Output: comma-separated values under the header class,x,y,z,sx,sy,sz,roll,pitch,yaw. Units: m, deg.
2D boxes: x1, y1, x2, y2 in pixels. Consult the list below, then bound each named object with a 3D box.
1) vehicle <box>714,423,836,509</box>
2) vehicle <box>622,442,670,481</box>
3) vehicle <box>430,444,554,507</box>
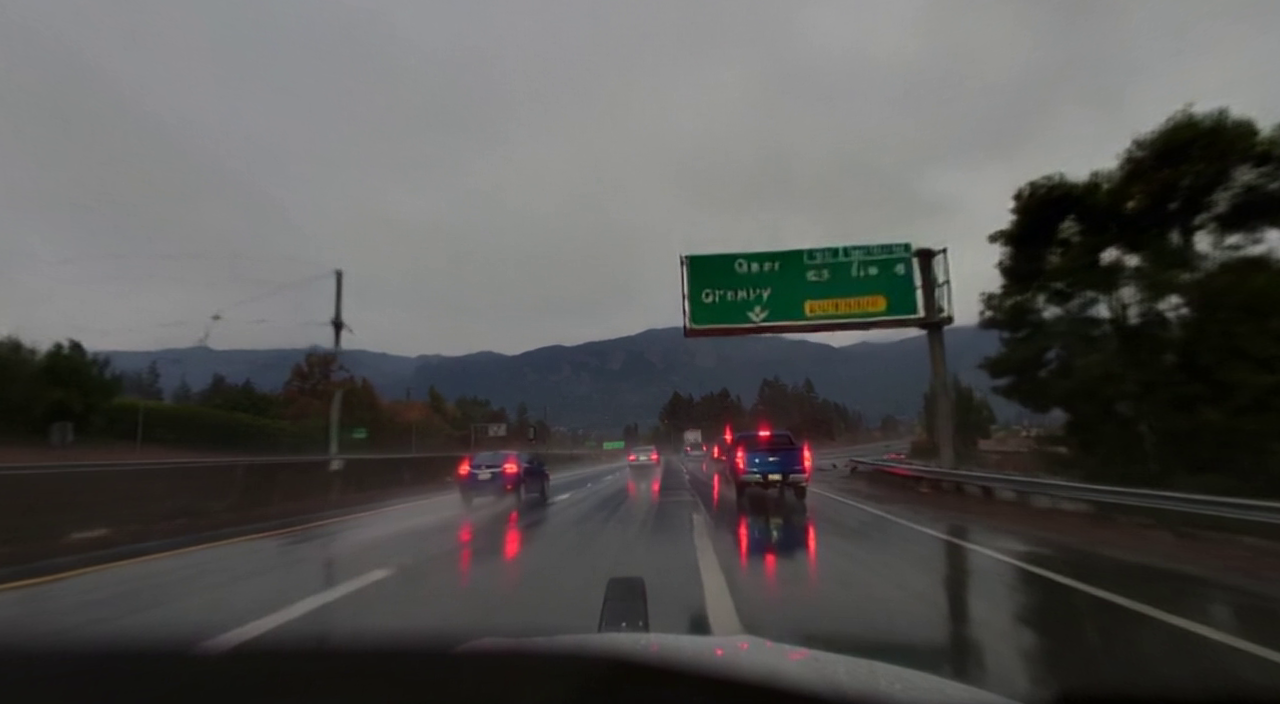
class,x,y,z,sx,sy,sz,roll,pitch,yaw
vehicle,3.255,2.891,16.502,2.229,1.837,5.387,-1,-8,3
vehicle,0.337,4.894,28.533,1.959,1.604,4.065,-1,-8,3
vehicle,-4.018,3.423,18.031,2.109,1.530,4.646,-1,-9,4
